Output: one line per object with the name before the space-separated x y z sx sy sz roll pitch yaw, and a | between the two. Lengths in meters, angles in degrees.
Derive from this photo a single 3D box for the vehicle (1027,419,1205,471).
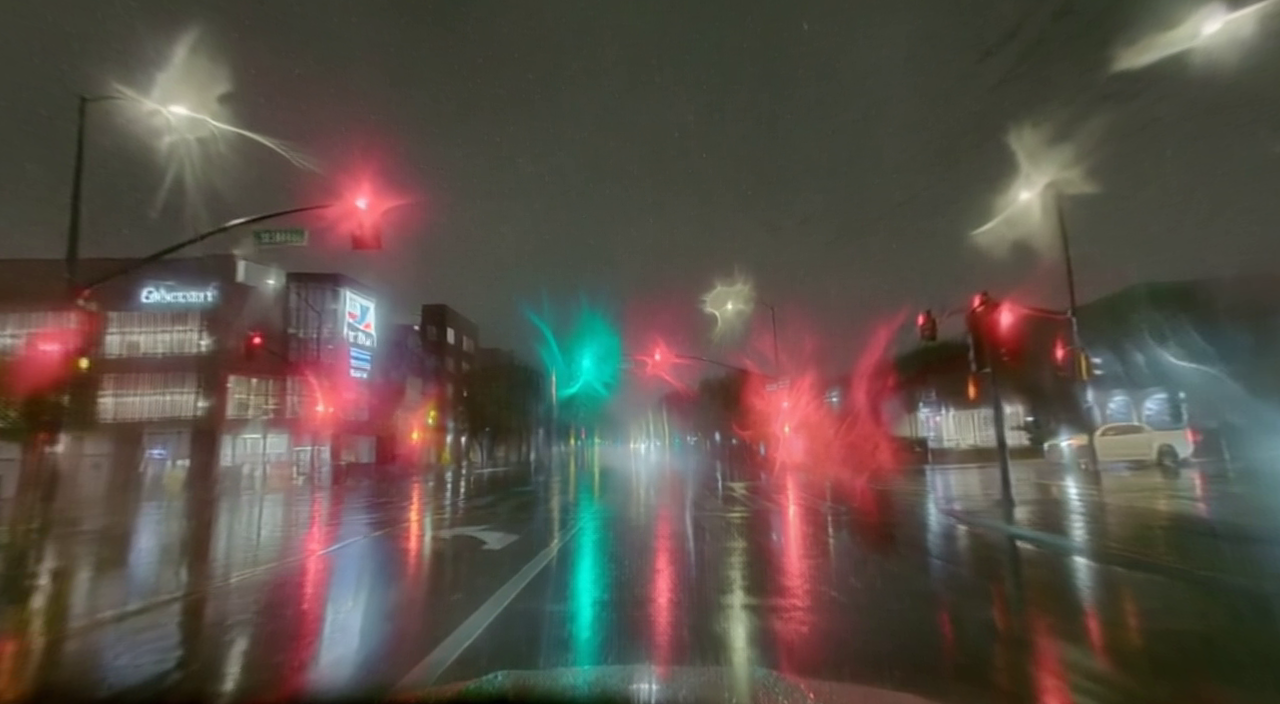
vehicle | 17.323 3.421 23.134 4.836 1.795 1.957 0 -8 1
